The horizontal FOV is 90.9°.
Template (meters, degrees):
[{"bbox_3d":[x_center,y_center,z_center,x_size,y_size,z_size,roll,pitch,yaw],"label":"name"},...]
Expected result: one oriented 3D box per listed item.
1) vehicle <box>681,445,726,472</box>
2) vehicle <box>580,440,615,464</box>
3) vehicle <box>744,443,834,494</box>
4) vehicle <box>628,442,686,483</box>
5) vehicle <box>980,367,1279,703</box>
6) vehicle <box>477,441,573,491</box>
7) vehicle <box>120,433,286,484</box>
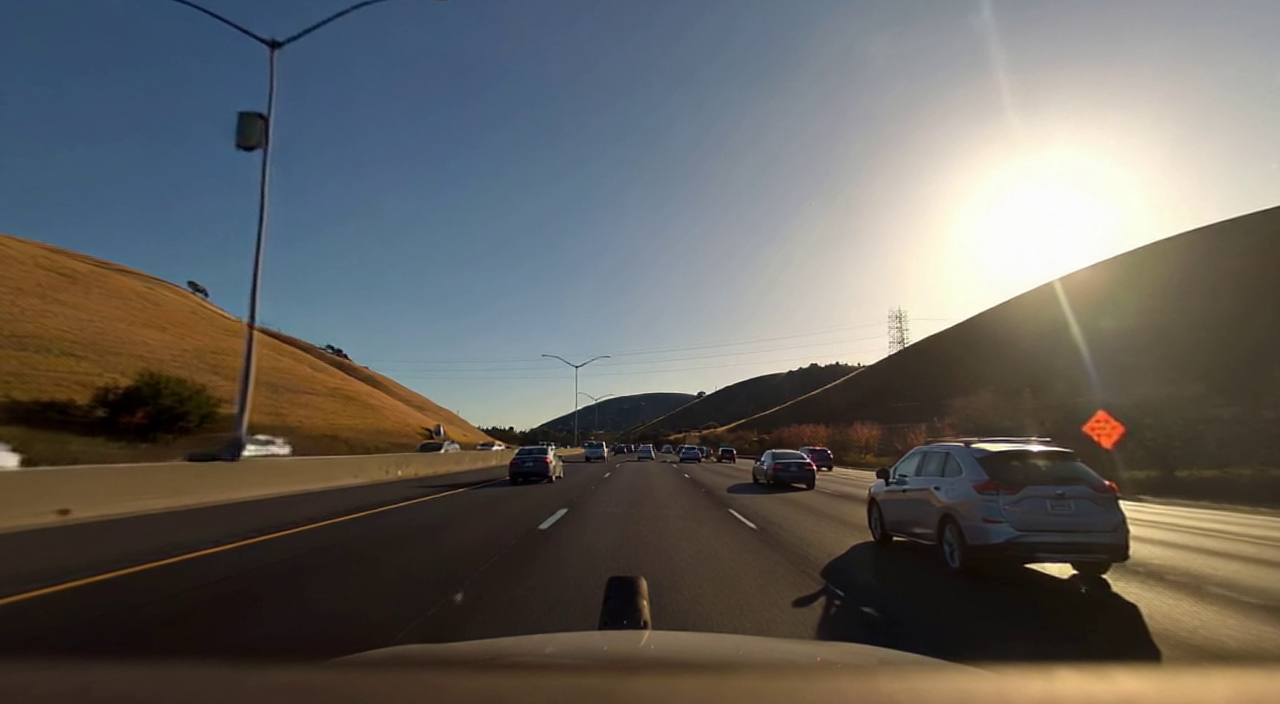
[{"bbox_3d":[3.621,6.173,36.787,2.177,1.453,4.205,0,-8,0],"label":"vehicle"},{"bbox_3d":[-3.117,7.486,47.264,2.234,1.675,4.527,-1,-8,2],"label":"vehicle"},{"bbox_3d":[4.755,3.753,20.766,1.867,1.465,4.093,0,-8,-2],"label":"vehicle"},{"bbox_3d":[0.667,4.427,25.571,2.138,1.473,4.392,0,-8,1],"label":"vehicle"},{"bbox_3d":[3.853,0.915,2.873,2.018,1.670,4.658,0,-8,1],"label":"vehicle"},{"bbox_3d":[-3.604,3.644,20.610,2.232,1.438,4.163,-1,-8,2],"label":"vehicle"},{"bbox_3d":[-14.193,3.484,20.907,2.252,1.507,4.433,0,-8,1],"label":"vehicle"}]
